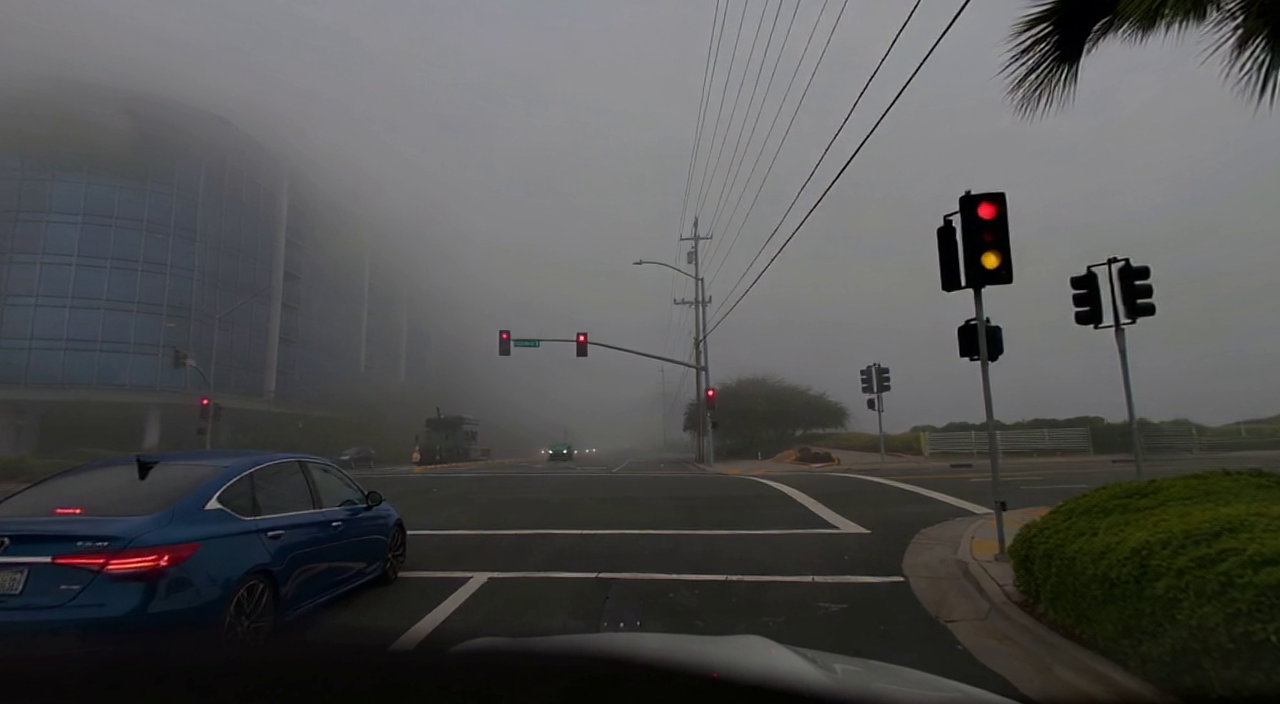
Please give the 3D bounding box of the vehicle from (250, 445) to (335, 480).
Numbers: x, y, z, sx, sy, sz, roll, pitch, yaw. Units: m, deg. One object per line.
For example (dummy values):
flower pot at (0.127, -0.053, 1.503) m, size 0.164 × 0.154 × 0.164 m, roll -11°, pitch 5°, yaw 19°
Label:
vehicle at (-19.081, 6.059, 34.844) m, size 2.017 × 1.739 × 4.569 m, roll 0°, pitch -9°, yaw 1°

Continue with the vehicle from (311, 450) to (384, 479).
vehicle at (-15.357, 5.923, 33.305) m, size 1.875 × 1.389 × 3.784 m, roll 0°, pitch -9°, yaw 3°

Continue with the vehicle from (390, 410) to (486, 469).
vehicle at (-14.991, 6.757, 48.035) m, size 3.014 × 3.949 × 11.279 m, roll 0°, pitch -9°, yaw 3°
